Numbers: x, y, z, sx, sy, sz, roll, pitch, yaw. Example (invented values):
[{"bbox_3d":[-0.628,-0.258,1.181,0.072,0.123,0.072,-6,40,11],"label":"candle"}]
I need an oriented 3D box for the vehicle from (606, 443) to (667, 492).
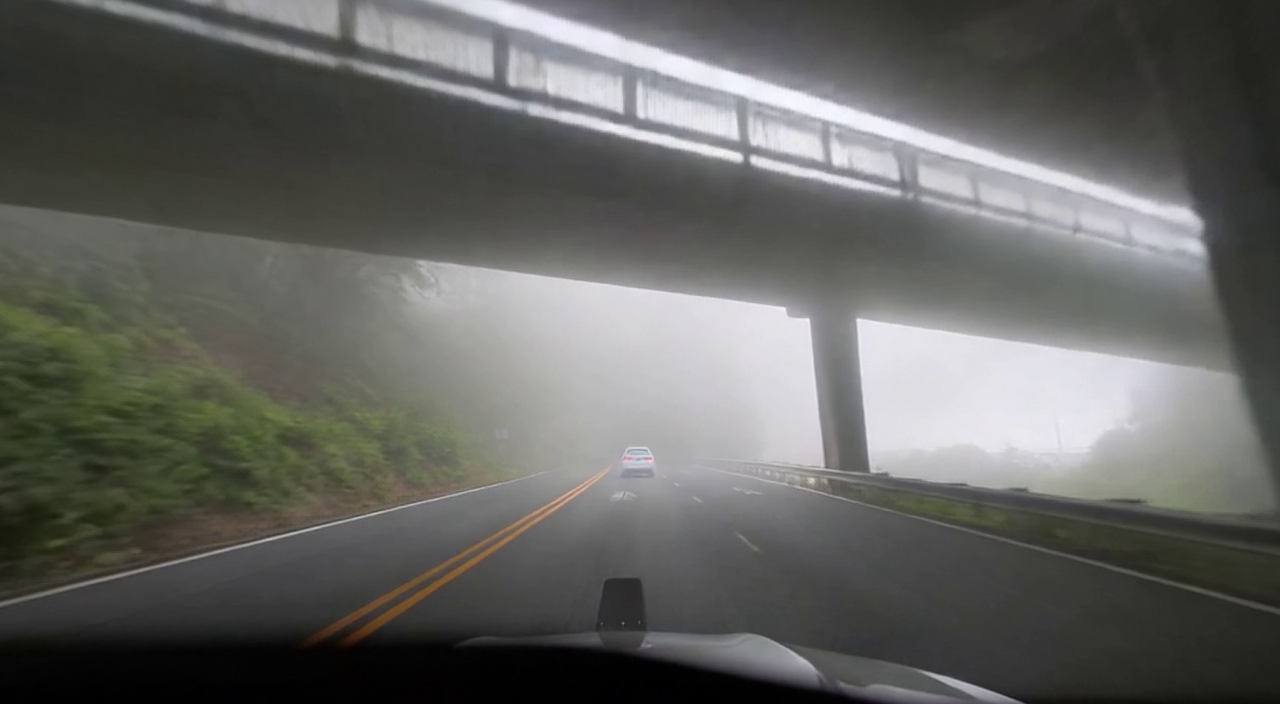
[{"bbox_3d":[-0.141,4.158,22.875,2.037,1.601,3.643,0,-9,-1],"label":"vehicle"}]
